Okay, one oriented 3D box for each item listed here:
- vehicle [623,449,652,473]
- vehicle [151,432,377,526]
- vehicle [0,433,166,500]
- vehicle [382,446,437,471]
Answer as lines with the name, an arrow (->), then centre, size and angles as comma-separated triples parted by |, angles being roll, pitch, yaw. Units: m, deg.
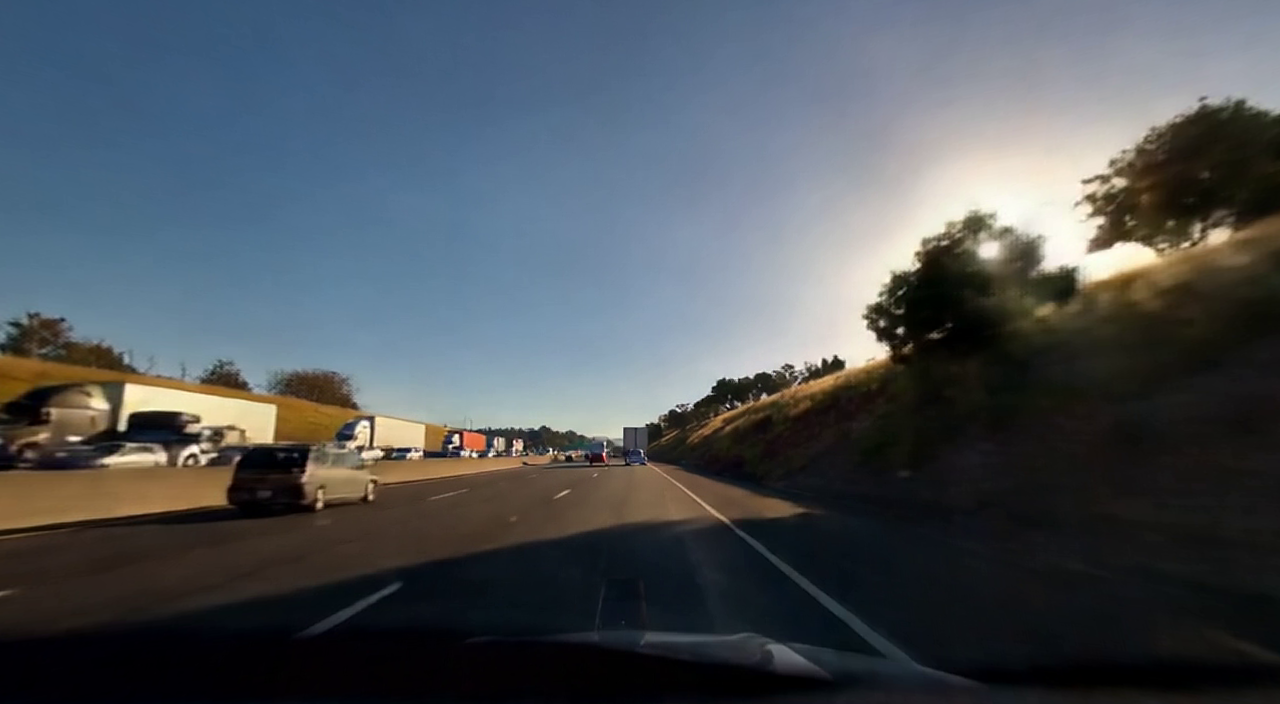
vehicle -> -0.200, 7.829, 45.359 | 2.009, 1.657, 3.962 | 0, -9, -1
vehicle -> -7.575, 2.599, 13.393 | 2.004, 1.629, 4.506 | 0, -9, 0
vehicle -> -14.342, 2.797, 15.669 | 1.891, 1.426, 4.156 | 0, -9, -1
vehicle -> -14.865, 6.898, 40.895 | 1.817, 1.508, 4.734 | 0, -9, 0
